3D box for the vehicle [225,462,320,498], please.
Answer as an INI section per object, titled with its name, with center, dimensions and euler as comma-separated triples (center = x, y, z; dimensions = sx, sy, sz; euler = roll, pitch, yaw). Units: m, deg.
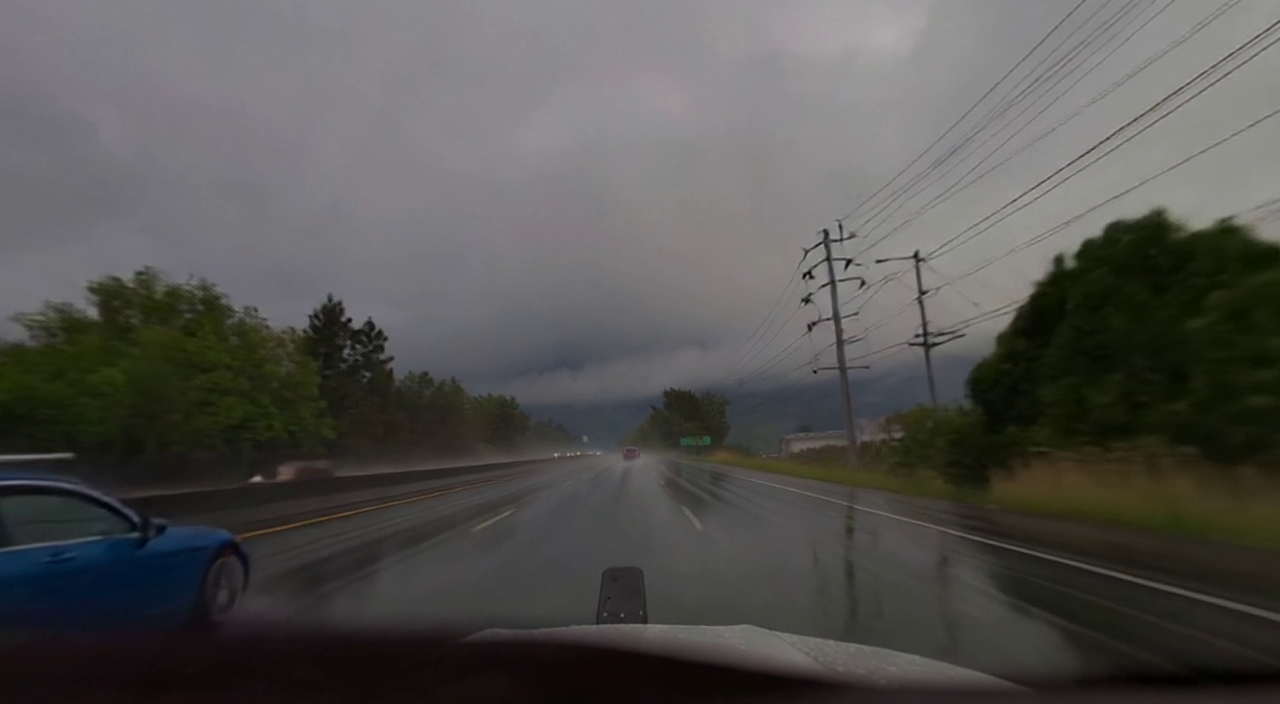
[vehicle]
center = -17.428, 6.060, 30.211
dimensions = 1.832, 1.481, 4.670
euler = 0, -9, -2
